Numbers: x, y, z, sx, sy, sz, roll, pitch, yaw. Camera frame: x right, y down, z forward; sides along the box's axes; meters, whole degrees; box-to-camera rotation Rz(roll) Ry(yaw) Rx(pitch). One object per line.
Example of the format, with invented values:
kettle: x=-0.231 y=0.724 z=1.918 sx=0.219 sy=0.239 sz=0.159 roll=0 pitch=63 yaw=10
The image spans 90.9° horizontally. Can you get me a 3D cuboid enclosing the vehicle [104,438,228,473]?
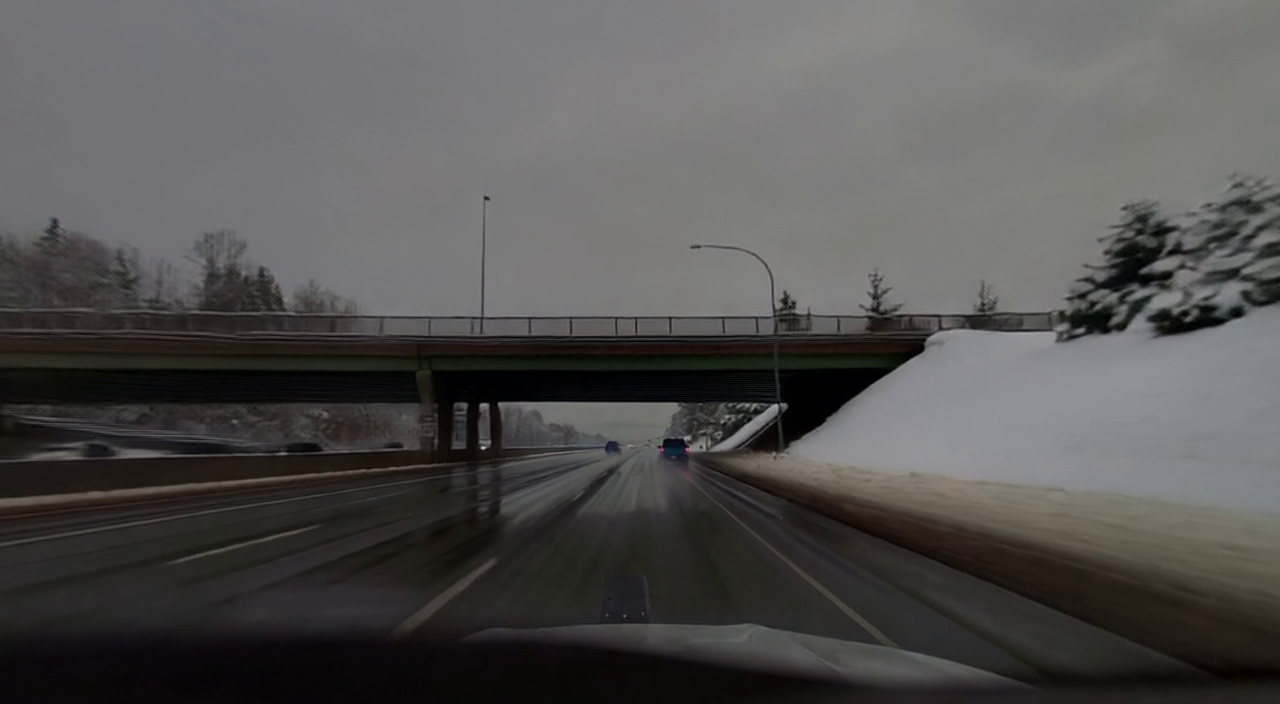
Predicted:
vehicle: x=-23.201 y=5.099 z=31.230 sx=1.954 sy=1.570 sz=5.289 roll=0 pitch=-8 yaw=1

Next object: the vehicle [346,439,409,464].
vehicle: x=-19.716 y=7.490 z=47.733 sx=2.203 sy=1.733 sz=5.705 roll=0 pitch=-8 yaw=2

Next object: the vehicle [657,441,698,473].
vehicle: x=1.991 y=5.807 z=35.061 sx=2.010 sy=1.637 sz=4.940 roll=0 pitch=-8 yaw=1

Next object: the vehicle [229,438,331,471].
vehicle: x=-19.906 y=5.684 z=35.262 sx=2.184 sy=1.663 sz=5.696 roll=0 pitch=-8 yaw=2
